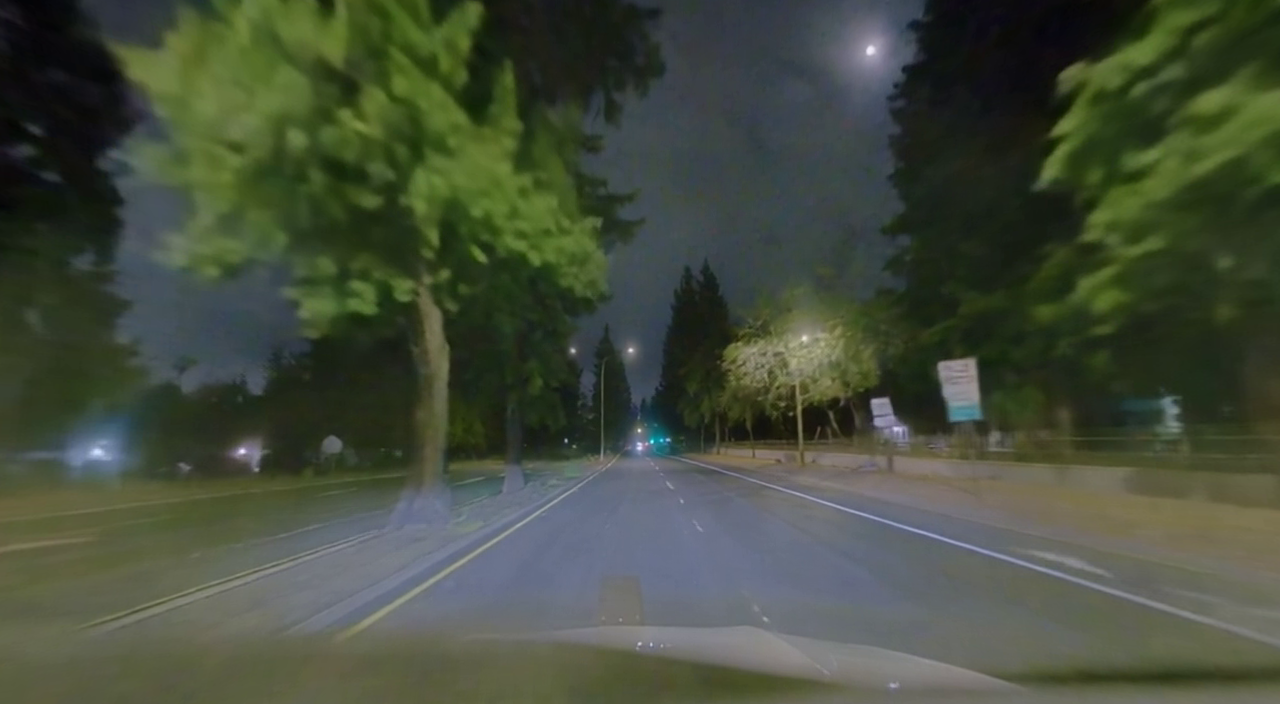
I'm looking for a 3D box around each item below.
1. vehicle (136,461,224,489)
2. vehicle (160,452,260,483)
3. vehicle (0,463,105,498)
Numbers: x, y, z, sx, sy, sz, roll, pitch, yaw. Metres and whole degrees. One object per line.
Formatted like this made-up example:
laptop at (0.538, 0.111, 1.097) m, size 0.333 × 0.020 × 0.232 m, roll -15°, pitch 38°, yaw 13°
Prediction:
vehicle at (-27.397, 7.321, 37.710) m, size 3.810 × 1.444 × 1.742 m, roll -1°, pitch -7°, yaw -2°
vehicle at (-27.578, 7.391, 40.630) m, size 4.783 × 1.722 × 2.206 m, roll -1°, pitch -7°, yaw -2°
vehicle at (-27.247, 5.823, 28.689) m, size 4.144 × 1.408 × 1.896 m, roll 0°, pitch -8°, yaw 1°
